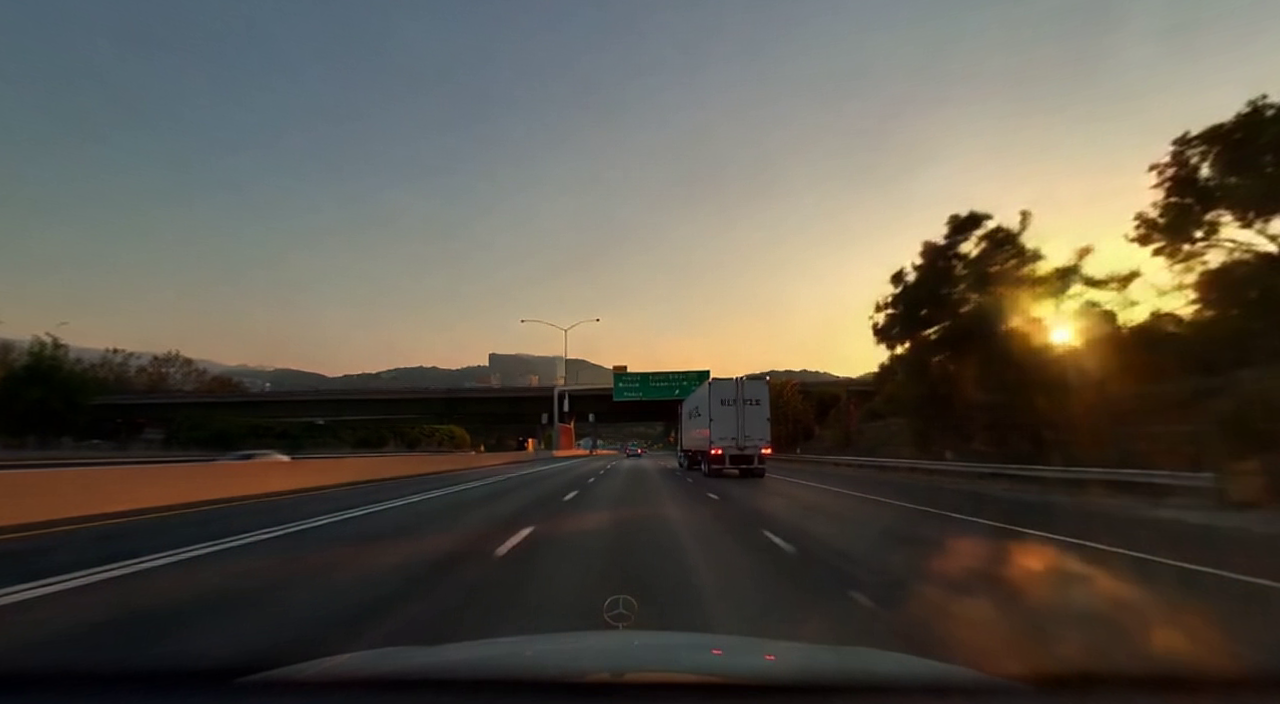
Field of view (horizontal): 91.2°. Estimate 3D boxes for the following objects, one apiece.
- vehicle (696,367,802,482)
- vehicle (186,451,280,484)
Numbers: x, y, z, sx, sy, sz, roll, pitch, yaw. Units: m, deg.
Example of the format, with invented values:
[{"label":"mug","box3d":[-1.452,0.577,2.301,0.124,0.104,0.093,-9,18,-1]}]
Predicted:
[{"label":"vehicle","box3d":[4.221,3.207,26.482,2.869,4.013,8.610,0,-9,0]},{"label":"vehicle","box3d":[-19.176,5.441,29.762,1.800,1.453,3.931,0,-9,1]}]
